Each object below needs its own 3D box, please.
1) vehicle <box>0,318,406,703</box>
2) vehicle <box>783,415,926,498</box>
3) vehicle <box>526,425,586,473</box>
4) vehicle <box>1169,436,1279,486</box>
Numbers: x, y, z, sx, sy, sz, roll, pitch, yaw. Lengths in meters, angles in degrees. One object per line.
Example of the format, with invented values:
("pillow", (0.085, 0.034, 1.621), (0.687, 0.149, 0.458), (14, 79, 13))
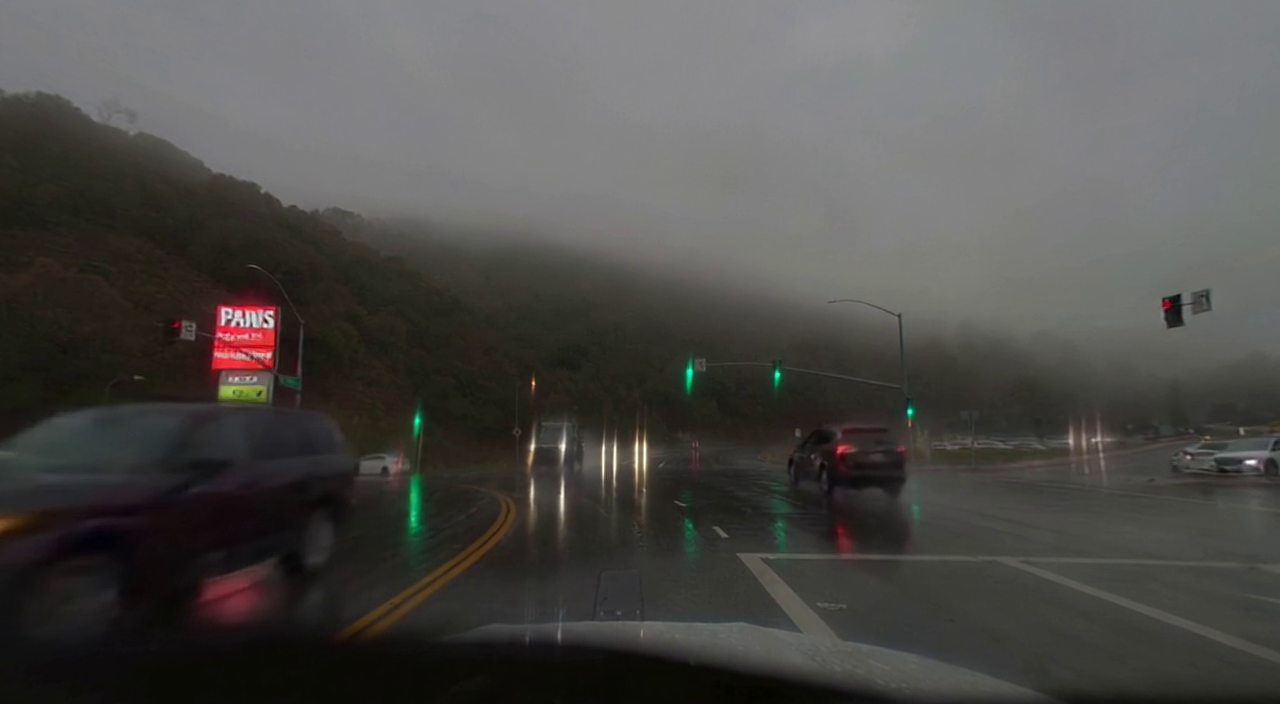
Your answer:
("vehicle", (-4.675, 1.304, 6.054), (2.662, 2.197, 5.454), (0, -8, 1))
("vehicle", (6.340, 3.192, 19.467), (2.388, 2.201, 5.139), (0, -9, -3))
("vehicle", (-4.427, 5.244, 34.186), (2.318, 2.325, 5.910), (0, -8, 1))
("vehicle", (25.058, 4.464, 26.054), (4.546, 1.944, 2.051), (1, -9, -5))
